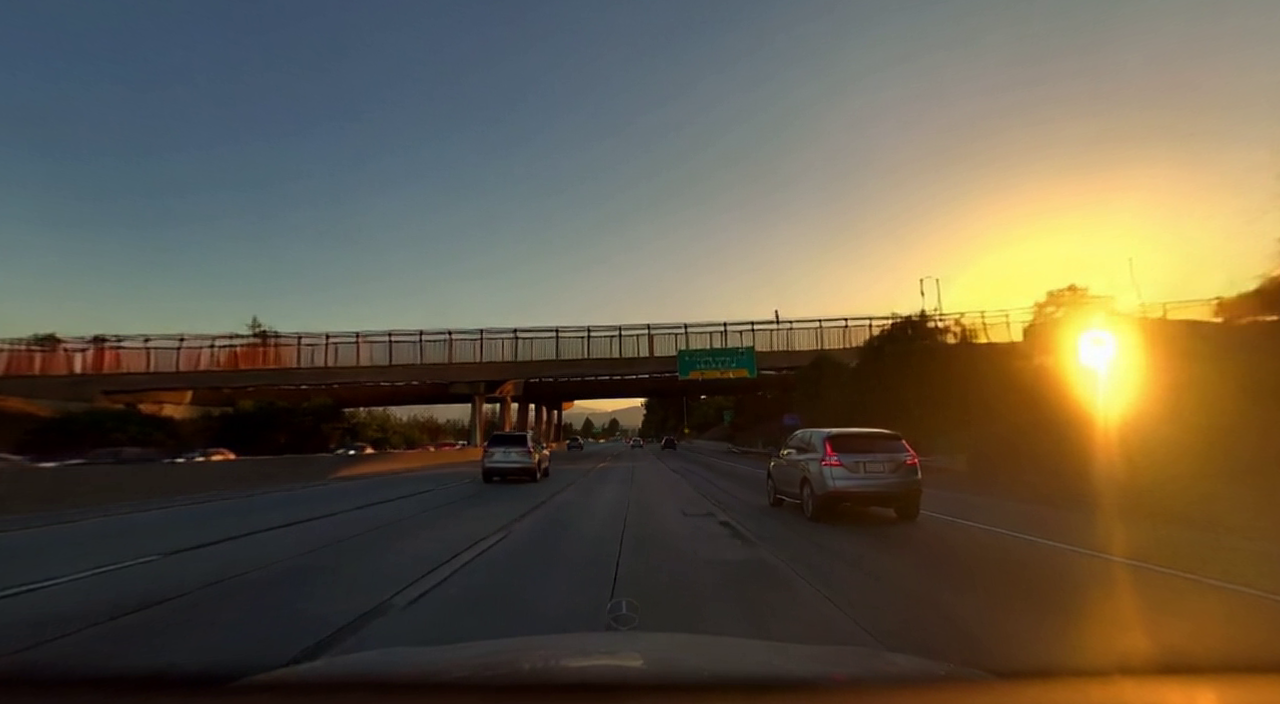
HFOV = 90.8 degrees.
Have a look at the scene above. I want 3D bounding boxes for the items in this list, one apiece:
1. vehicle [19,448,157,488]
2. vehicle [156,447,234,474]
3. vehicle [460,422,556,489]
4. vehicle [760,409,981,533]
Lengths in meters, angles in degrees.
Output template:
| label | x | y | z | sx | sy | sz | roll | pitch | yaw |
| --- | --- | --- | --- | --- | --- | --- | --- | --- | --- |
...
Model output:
| label | x | y | z | sx | sy | sz | roll | pitch | yaw |
| --- | --- | --- | --- | --- | --- | --- | --- | --- | --- |
| vehicle | -23.272 | 4.870 | 26.905 | 1.900 | 1.508 | 4.456 | 0 | -9 | -1 |
| vehicle | -29.960 | 7.308 | 42.728 | 1.954 | 1.691 | 4.637 | 0 | -9 | 0 |
| vehicle | -4.021 | 3.259 | 20.122 | 2.018 | 1.872 | 4.728 | 0 | -9 | 0 |
| vehicle | 3.750 | 2.049 | 11.404 | 2.185 | 1.749 | 4.477 | 0 | -9 | -1 |
